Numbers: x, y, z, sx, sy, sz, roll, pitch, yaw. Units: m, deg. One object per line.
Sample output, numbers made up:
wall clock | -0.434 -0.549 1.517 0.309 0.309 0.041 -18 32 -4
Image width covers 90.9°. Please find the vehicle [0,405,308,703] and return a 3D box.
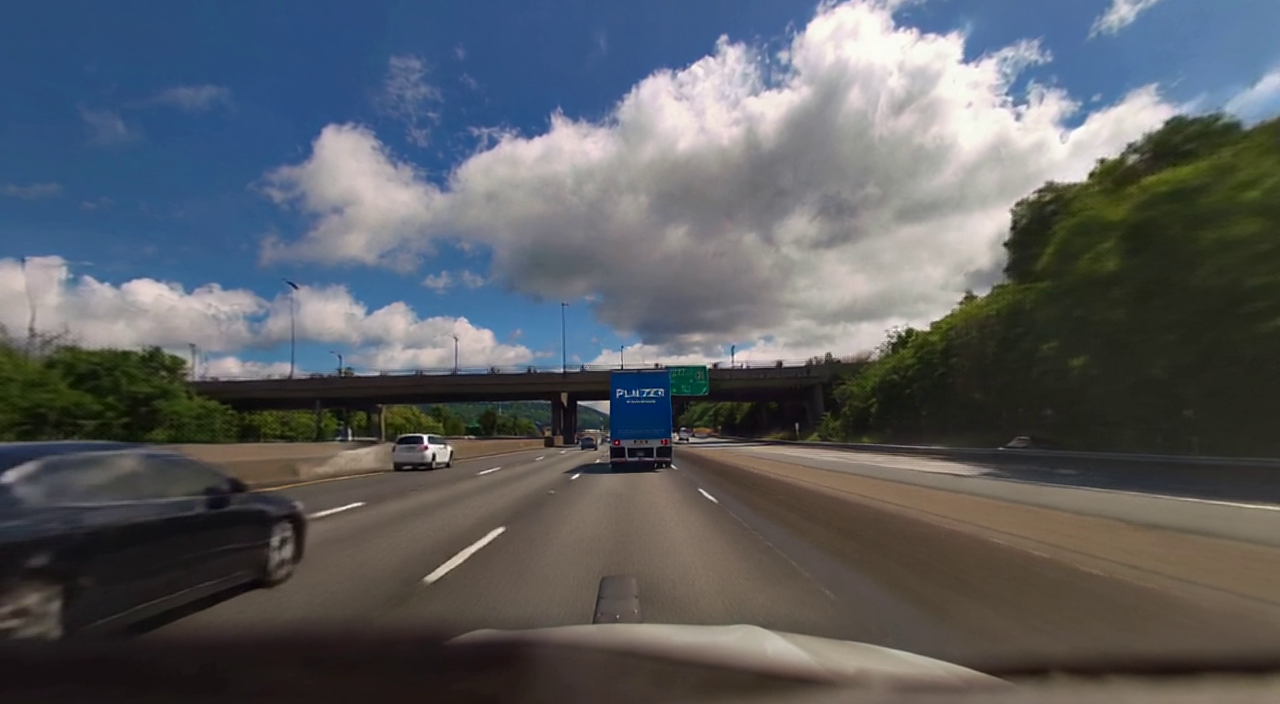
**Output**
vehicle | -3.765 1.017 3.169 1.943 1.446 4.158 0 -8 -1

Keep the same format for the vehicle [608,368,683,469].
vehicle | 0.045 3.410 30.753 2.926 3.959 11.818 0 -8 -2

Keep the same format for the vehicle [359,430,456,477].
vehicle | -8.403 3.674 23.170 2.041 1.566 3.986 0 -8 0

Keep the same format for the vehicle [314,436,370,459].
vehicle | -21.170 6.784 44.914 1.875 1.521 4.391 0 -8 0
